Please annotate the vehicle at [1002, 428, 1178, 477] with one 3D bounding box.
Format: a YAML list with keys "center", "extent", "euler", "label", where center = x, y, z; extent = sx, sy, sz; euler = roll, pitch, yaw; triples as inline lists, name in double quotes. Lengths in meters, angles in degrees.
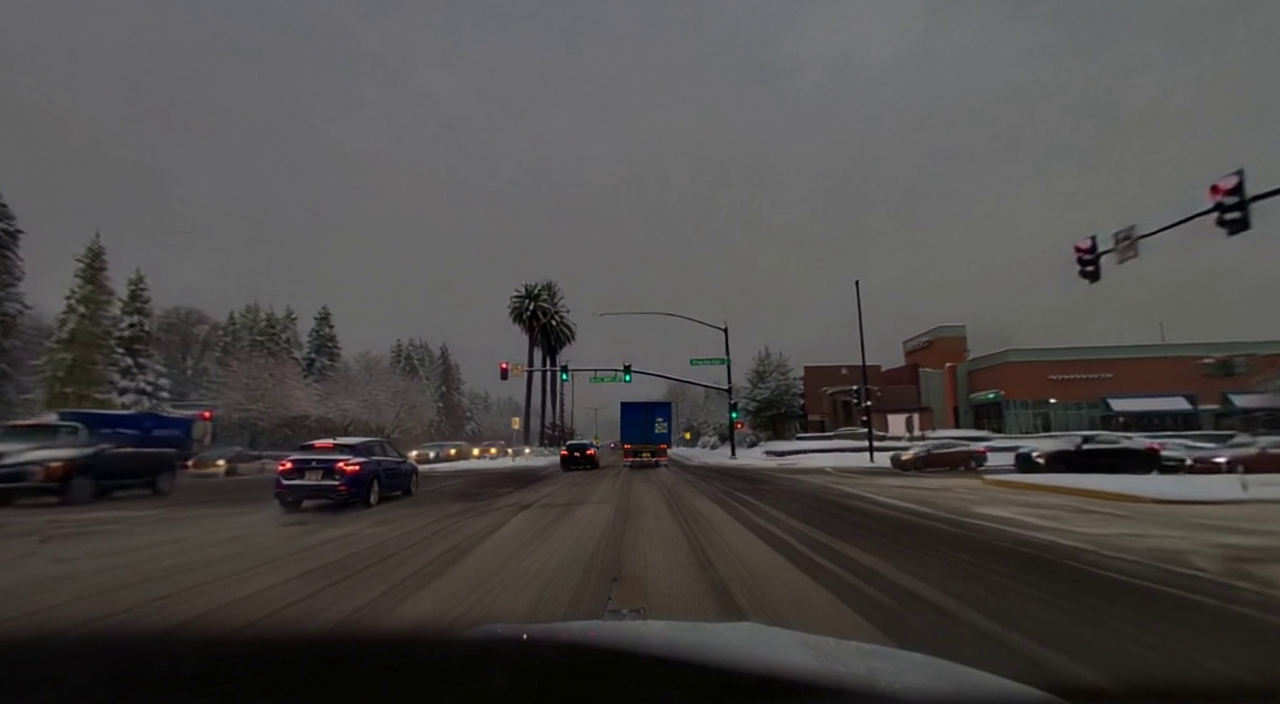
- center: [16.875, 3.795, 23.742]
  extent: [5.039, 1.744, 2.043]
  euler: [0, -9, 0]
  label: "vehicle"

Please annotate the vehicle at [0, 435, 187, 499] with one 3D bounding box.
- center: [-17.852, 3.653, 20.498]
  extent: [2.106, 1.802, 5.247]
  euler: [0, -8, 1]
  label: "vehicle"

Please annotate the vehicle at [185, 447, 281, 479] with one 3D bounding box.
- center: [-21.225, 5.785, 33.018]
  extent: [1.938, 1.503, 4.651]
  euler: [0, -8, 0]
  label: "vehicle"

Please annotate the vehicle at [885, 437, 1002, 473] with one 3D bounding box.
- center: [14.641, 5.021, 30.490]
  extent: [4.568, 1.485, 1.936]
  euler: [-2, -11, 0]
  label: "vehicle"

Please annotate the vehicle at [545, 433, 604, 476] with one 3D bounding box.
- center: [-2.970, 4.767, 29.527]
  extent: [2.178, 1.826, 4.933]
  euler: [0, -8, 1]
  label: "vehicle"

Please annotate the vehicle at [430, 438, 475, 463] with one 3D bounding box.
- center: [-14.769, 7.831, 49.657]
  extent: [2.040, 1.745, 4.899]
  euler: [-3, -10, 1]
  label: "vehicle"

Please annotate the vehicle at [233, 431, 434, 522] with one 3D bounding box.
- center: [-6.376, 2.623, 13.847]
  extent: [2.045, 1.630, 4.680]
  euler: [0, -8, 0]
  label: "vehicle"

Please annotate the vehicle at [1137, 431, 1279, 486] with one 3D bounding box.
- center: [19.388, 3.387, 20.277]
  extent: [4.831, 1.529, 1.966]
  euler: [-3, -10, 0]
  label: "vehicle"

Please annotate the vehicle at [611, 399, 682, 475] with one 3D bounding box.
- center: [0.289, 4.104, 30.078]
  extent: [2.993, 3.235, 6.692]
  euler: [0, -8, 0]
  label: "vehicle"
